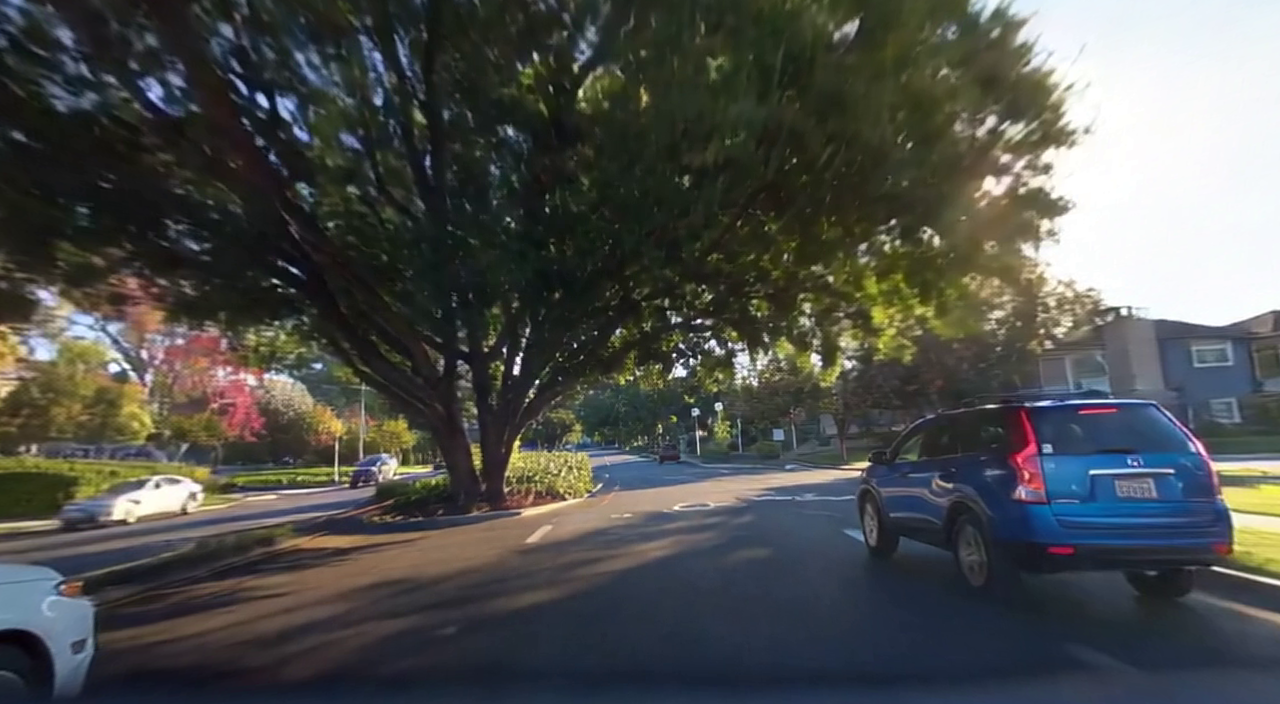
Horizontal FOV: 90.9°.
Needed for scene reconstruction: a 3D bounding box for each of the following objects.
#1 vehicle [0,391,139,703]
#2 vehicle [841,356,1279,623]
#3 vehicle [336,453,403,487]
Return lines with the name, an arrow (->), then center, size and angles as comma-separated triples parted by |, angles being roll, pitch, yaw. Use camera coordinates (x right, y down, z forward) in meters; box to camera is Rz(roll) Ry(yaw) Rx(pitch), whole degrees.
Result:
vehicle -> -3.724, 0.763, 1.033 | 2.058, 1.659, 4.514 | 0, -9, 0
vehicle -> 4.476, 1.475, 7.761 | 2.338, 2.063, 5.592 | -1, -9, 2
vehicle -> -15.083, 6.579, 35.430 | 2.077, 1.704, 4.602 | 1, -9, -6
